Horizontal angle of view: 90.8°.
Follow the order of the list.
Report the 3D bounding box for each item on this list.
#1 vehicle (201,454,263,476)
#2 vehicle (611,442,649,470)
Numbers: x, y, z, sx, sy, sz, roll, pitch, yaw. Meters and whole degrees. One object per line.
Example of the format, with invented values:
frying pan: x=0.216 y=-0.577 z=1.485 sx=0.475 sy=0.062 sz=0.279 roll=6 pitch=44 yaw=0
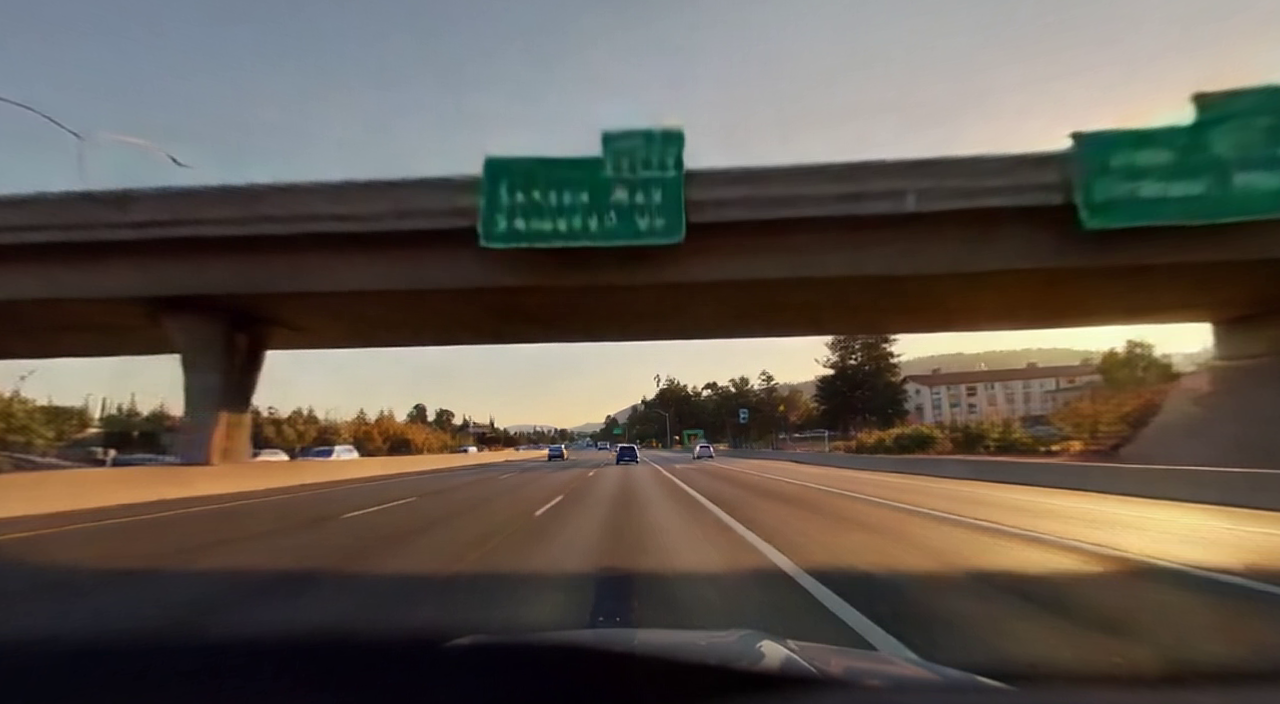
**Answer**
vehicle: x=-31.778 y=8.762 z=49.361 sx=1.843 sy=1.566 sz=4.531 roll=0 pitch=-8 yaw=-1
vehicle: x=-0.578 y=5.899 z=35.957 sx=2.012 sy=1.471 sz=4.059 roll=0 pitch=-8 yaw=-2
